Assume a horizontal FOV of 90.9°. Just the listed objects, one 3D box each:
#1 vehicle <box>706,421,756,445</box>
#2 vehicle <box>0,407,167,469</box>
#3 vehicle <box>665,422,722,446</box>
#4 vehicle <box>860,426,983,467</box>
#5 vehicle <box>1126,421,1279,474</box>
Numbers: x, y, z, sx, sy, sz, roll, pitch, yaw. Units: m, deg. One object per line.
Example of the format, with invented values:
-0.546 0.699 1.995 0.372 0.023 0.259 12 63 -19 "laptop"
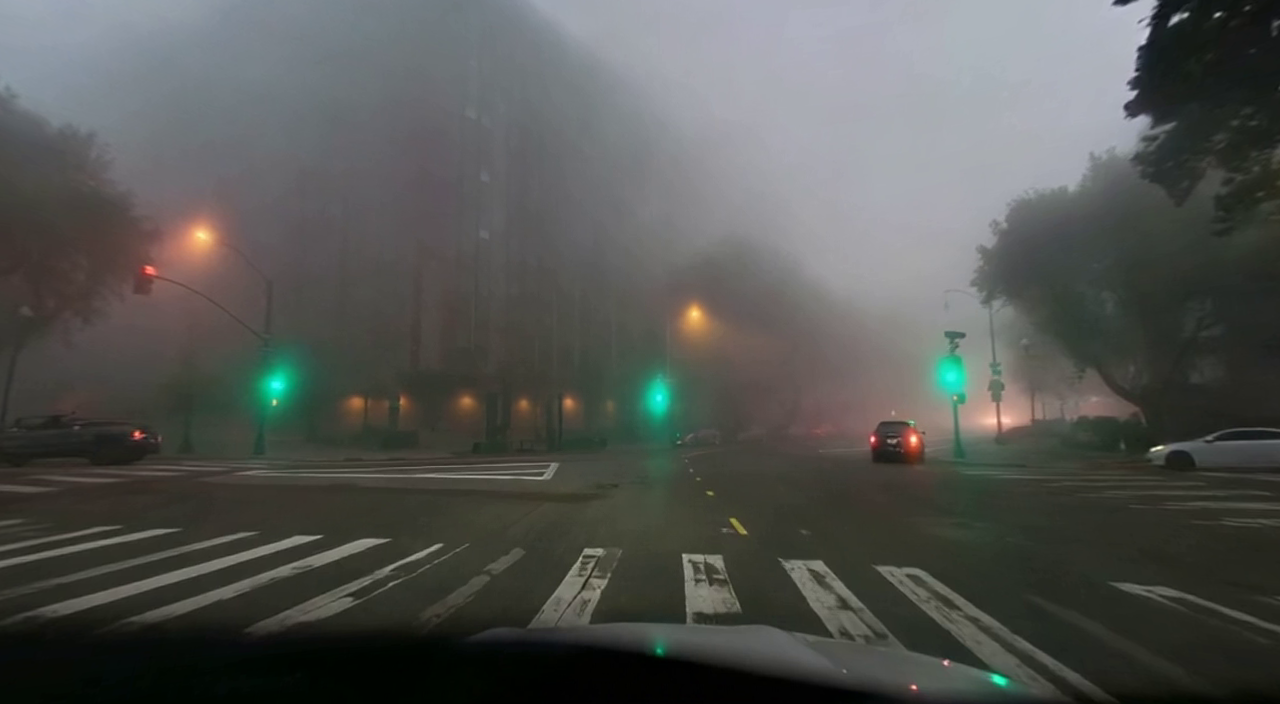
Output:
5.789 5.144 39.730 1.852 1.465 4.092 -4 -9 28 "vehicle"
-19.333 2.785 20.354 5.978 1.852 2.304 1 -8 -7 "vehicle"
3.871 5.897 45.274 1.922 1.628 4.291 -7 -11 40 "vehicle"
11.113 3.782 25.329 2.148 1.488 4.508 2 -9 -13 "vehicle"
17.975 2.918 19.247 4.741 1.476 2.042 -7 -11 40 "vehicle"
